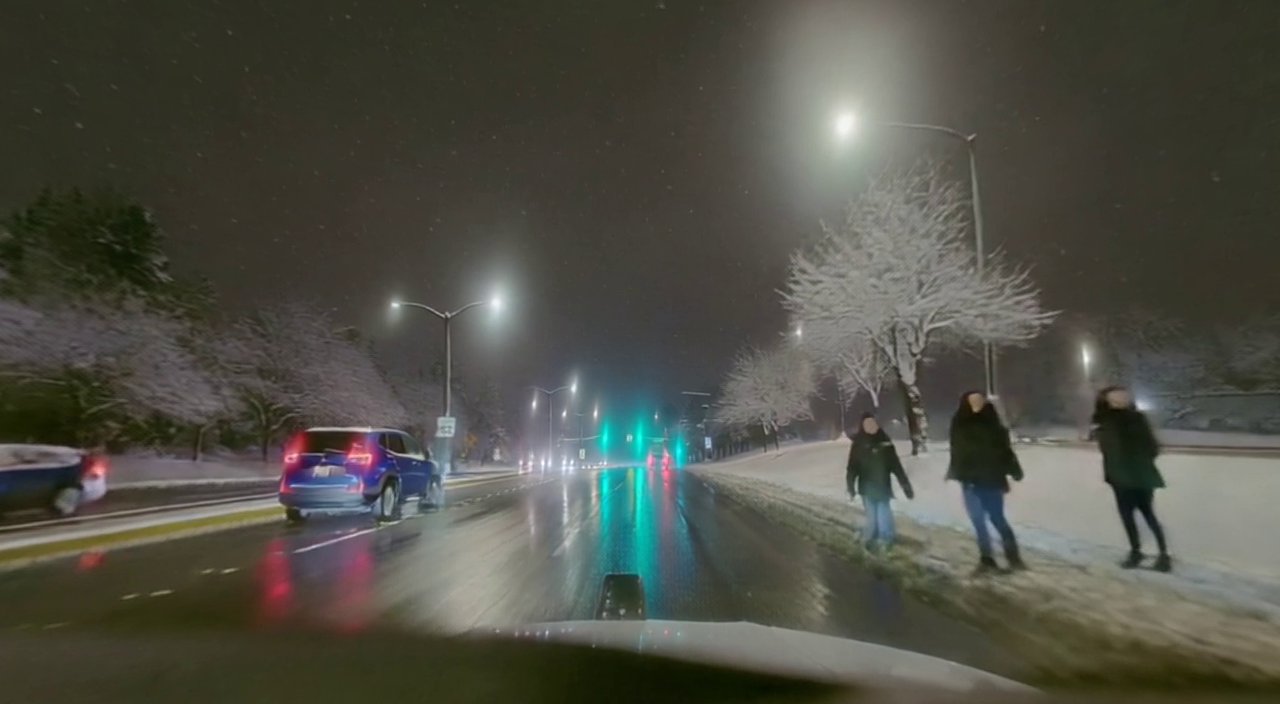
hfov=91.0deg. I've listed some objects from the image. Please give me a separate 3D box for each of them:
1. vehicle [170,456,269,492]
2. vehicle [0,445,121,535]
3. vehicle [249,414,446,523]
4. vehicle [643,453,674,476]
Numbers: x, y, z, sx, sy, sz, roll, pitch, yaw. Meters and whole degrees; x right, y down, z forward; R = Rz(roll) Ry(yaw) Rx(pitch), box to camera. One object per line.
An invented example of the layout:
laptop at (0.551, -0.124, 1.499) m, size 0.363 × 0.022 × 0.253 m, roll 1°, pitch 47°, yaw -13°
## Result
vehicle at (-21.562, 6.234, 32.569) m, size 1.981 × 1.650 × 4.491 m, roll 0°, pitch -8°, yaw 1°
vehicle at (-12.051, 2.396, 10.925) m, size 2.064 × 1.515 × 5.056 m, roll 0°, pitch -8°, yaw -4°
vehicle at (-5.834, 2.377, 13.322) m, size 2.027 × 1.908 × 4.273 m, roll 0°, pitch -8°, yaw 1°
vehicle at (1.285, 7.980, 44.908) m, size 2.091 × 1.494 × 3.962 m, roll 0°, pitch -8°, yaw 0°
